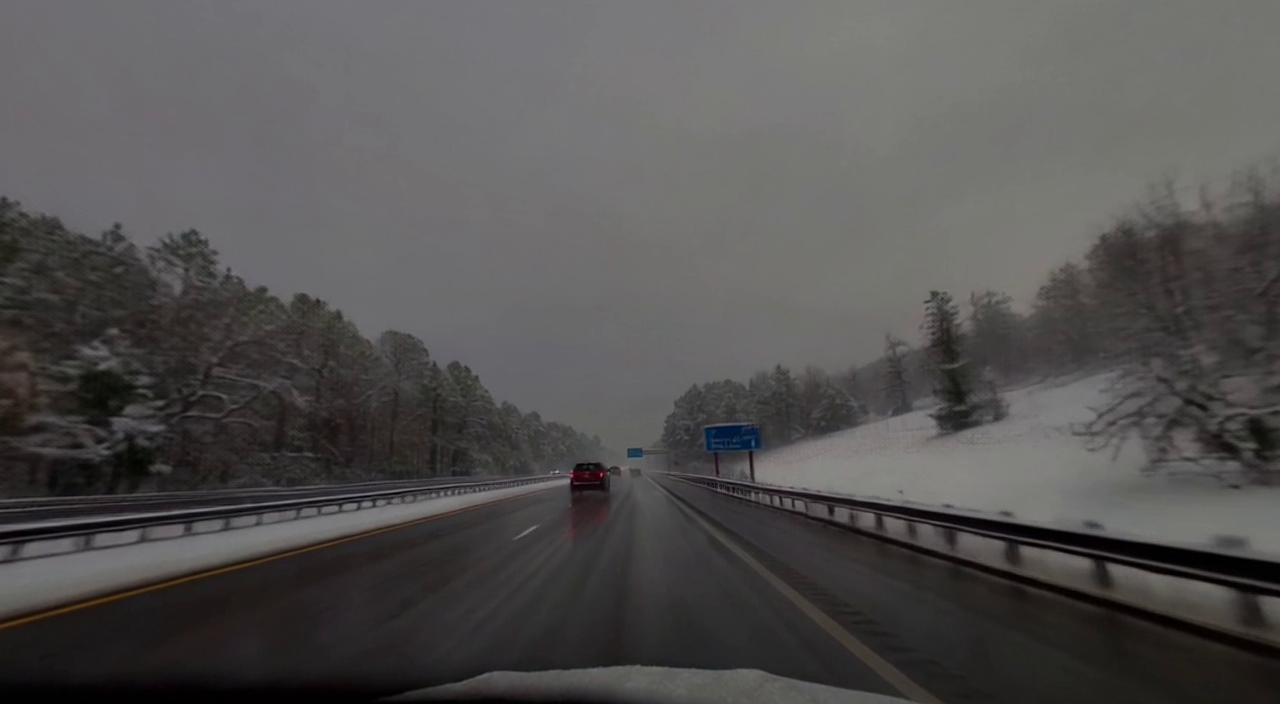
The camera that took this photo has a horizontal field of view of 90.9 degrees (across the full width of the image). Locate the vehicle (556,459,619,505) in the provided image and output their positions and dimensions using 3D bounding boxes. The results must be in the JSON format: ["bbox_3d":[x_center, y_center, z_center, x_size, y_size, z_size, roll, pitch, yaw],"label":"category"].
[{"bbox_3d":[-2.054,5.298,25.950,2.107,1.668,4.554,1,-11,1],"label":"vehicle"}]
